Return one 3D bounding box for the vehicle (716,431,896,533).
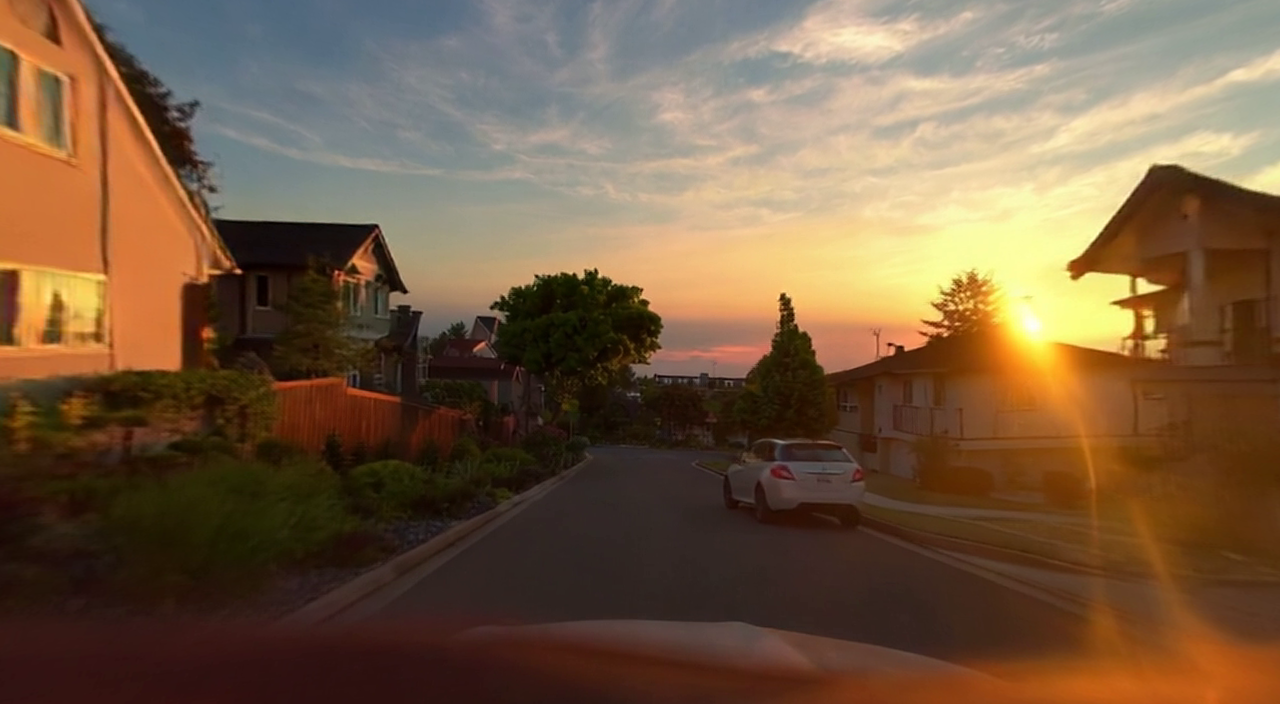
[{"bbox_3d":[2.738,2.208,11.476,1.955,1.498,4.046,0,-8,-3],"label":"vehicle"}]
